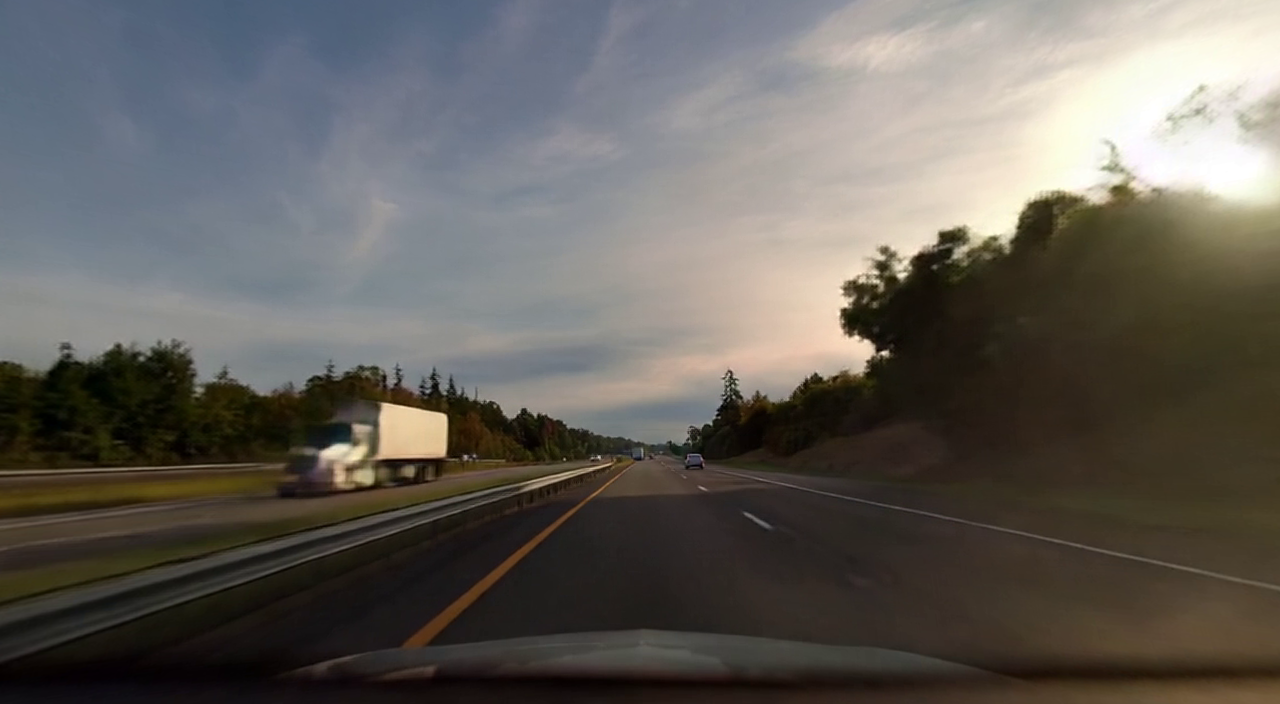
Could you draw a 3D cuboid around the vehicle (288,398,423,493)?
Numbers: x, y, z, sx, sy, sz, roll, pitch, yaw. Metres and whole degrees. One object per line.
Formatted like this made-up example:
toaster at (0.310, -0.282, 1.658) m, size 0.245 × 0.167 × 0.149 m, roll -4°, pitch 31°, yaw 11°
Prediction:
vehicle at (-12.799, 4.325, 29.180) m, size 2.956 × 3.840 × 6.896 m, roll 0°, pitch -9°, yaw 0°
